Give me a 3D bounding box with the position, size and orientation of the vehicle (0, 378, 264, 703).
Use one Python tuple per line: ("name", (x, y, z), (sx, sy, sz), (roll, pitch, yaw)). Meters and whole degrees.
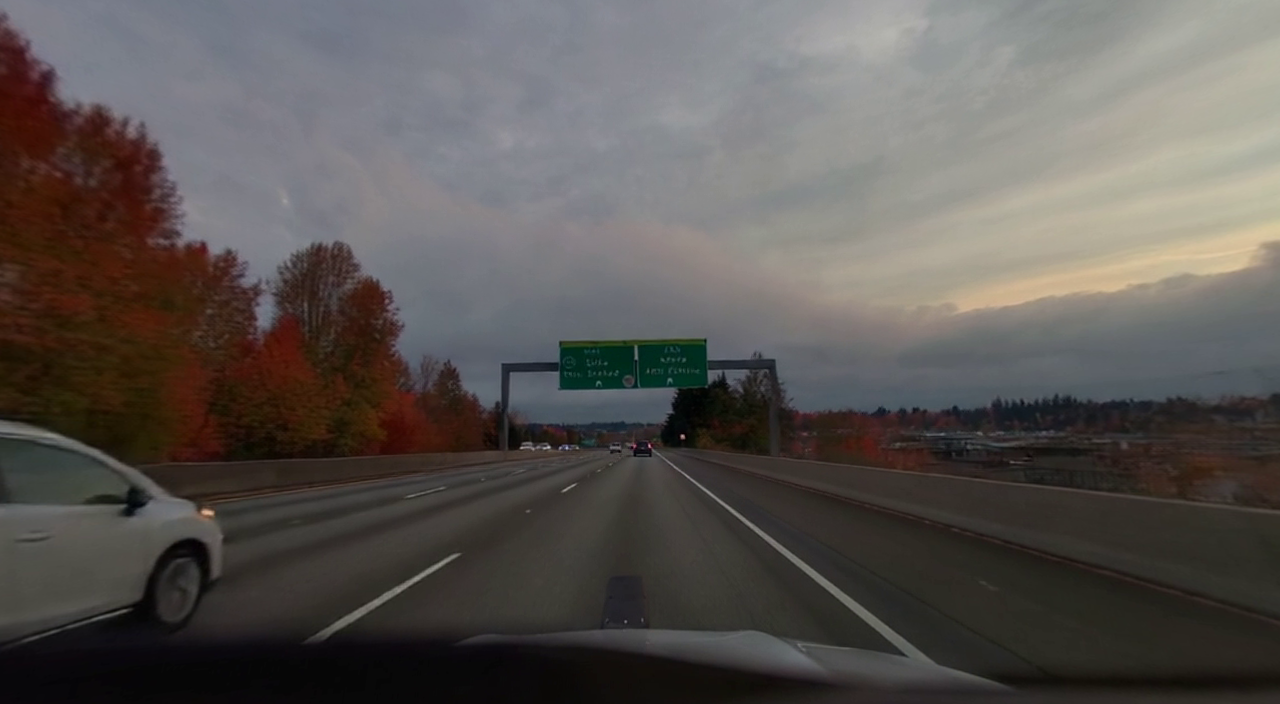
("vehicle", (-3.716, 0.811, 2.006), (2.061, 1.572, 4.814), (0, -8, 0))
